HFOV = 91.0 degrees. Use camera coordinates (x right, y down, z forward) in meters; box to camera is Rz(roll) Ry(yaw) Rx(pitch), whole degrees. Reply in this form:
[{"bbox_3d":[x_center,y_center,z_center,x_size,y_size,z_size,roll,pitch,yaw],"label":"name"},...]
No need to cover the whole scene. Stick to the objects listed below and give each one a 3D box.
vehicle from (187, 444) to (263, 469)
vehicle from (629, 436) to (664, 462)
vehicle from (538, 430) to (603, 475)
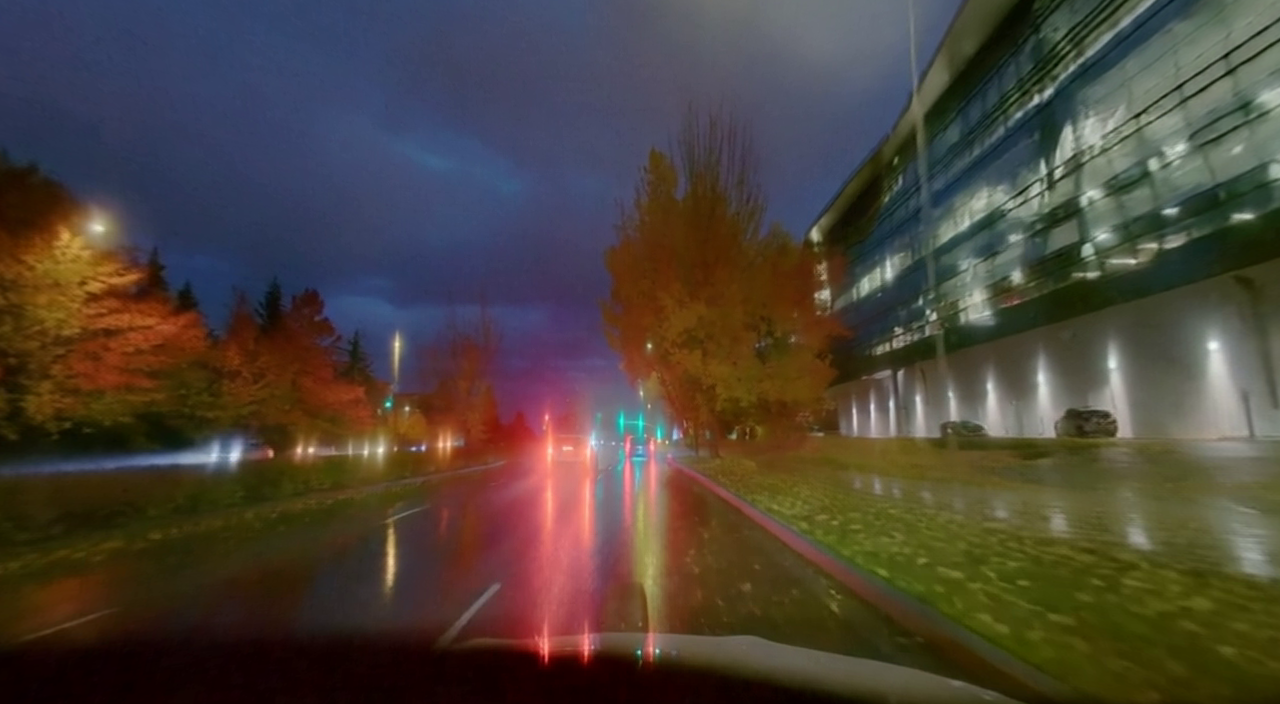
[{"bbox_3d":[-27.769,6.976,42.292,1.834,1.473,4.642,0,-8,1],"label":"vehicle"},{"bbox_3d":[0.363,5.983,38.993,2.040,1.493,3.682,0,-8,0],"label":"vehicle"},{"bbox_3d":[-2.836,4.233,26.747,2.197,1.709,4.069,0,-8,2],"label":"vehicle"}]
